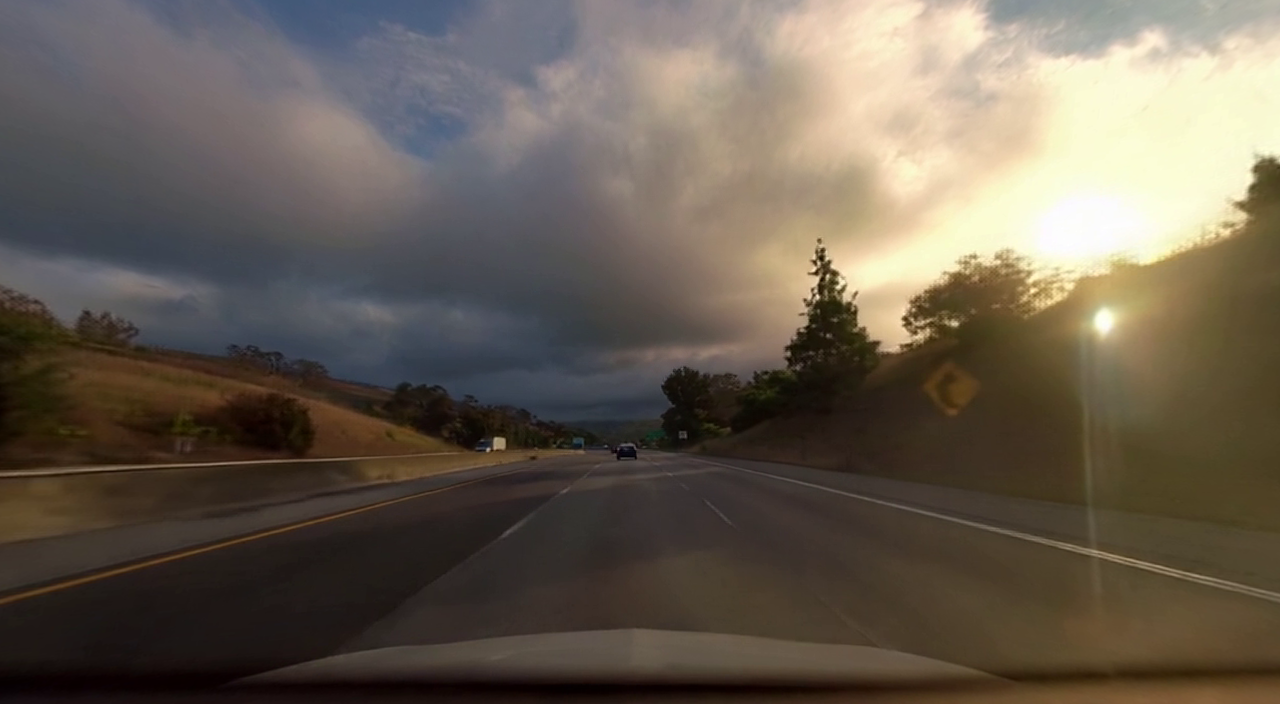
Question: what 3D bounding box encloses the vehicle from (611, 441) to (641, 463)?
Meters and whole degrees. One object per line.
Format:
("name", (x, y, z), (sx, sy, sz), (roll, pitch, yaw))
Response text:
("vehicle", (-1.075, 7.729, 48.660), (2.158, 1.562, 4.373), (0, -8, -1))
